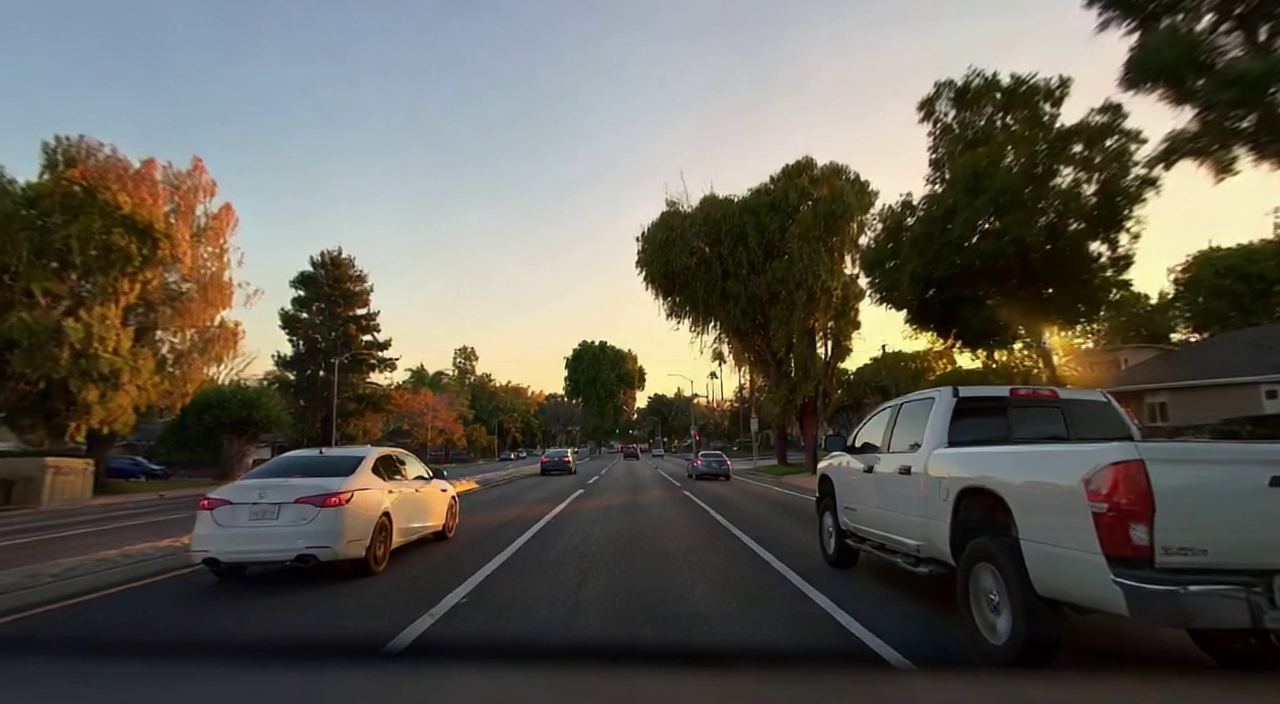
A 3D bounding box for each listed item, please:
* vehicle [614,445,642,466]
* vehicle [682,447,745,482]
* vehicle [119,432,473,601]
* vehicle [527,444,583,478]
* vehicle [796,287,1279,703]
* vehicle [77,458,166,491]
[{"bbox_3d":[-0.980,8.127,49.649,2.065,1.528,3.787,0,-9,-2],"label":"vehicle"},{"bbox_3d":[3.204,5.036,28.687,2.149,1.421,4.805,0,-9,-2],"label":"vehicle"},{"bbox_3d":[-3.710,1.826,7.963,2.094,1.509,4.286,0,-9,-1],"label":"vehicle"},{"bbox_3d":[-4.175,5.421,31.786,2.263,1.548,4.555,0,-9,-1],"label":"vehicle"},{"bbox_3d":[3.351,1.154,5.413,2.478,2.030,5.723,0,-9,-1],"label":"vehicle"},{"bbox_3d":[-34.624,8.159,42.207,5.036,1.823,2.374,-7,-11,22],"label":"vehicle"}]
